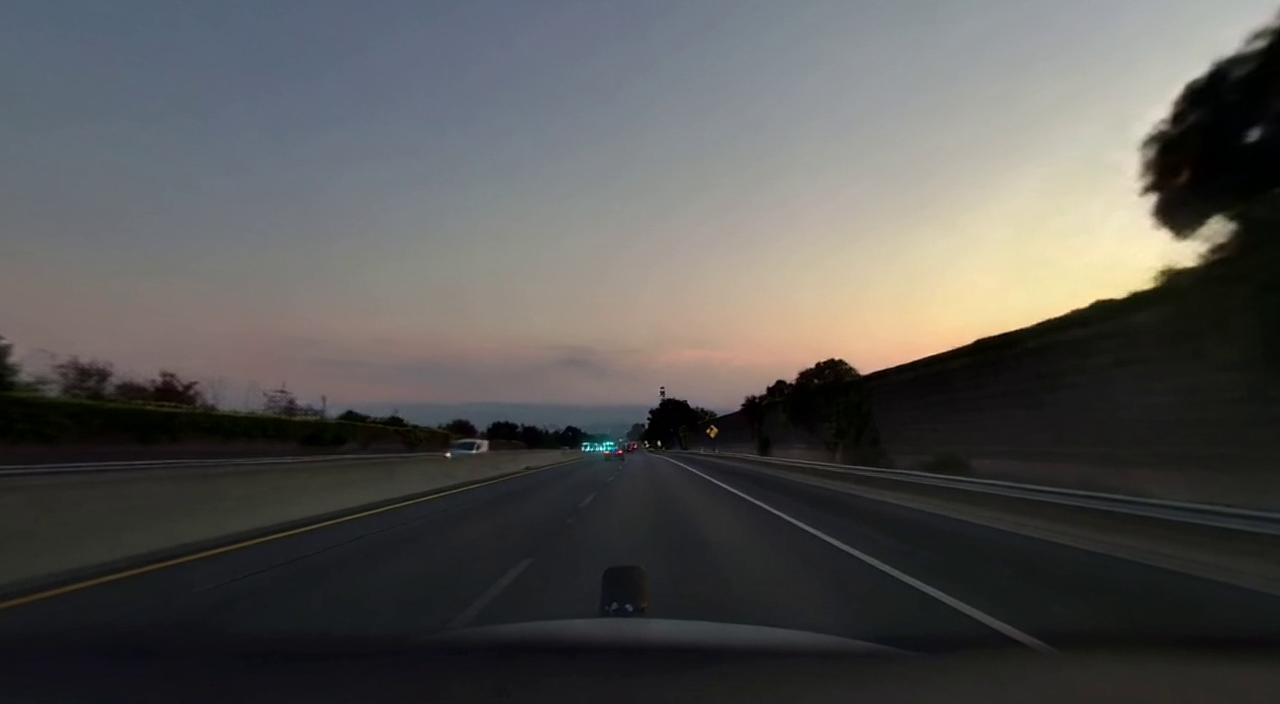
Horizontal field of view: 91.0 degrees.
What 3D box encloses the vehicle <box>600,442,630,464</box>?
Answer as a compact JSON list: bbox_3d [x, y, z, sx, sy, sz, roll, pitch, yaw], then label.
[{"bbox_3d":[-1.782,7.359,45.933,2.050,1.530,4.144,0,-8,0],"label":"vehicle"}]
